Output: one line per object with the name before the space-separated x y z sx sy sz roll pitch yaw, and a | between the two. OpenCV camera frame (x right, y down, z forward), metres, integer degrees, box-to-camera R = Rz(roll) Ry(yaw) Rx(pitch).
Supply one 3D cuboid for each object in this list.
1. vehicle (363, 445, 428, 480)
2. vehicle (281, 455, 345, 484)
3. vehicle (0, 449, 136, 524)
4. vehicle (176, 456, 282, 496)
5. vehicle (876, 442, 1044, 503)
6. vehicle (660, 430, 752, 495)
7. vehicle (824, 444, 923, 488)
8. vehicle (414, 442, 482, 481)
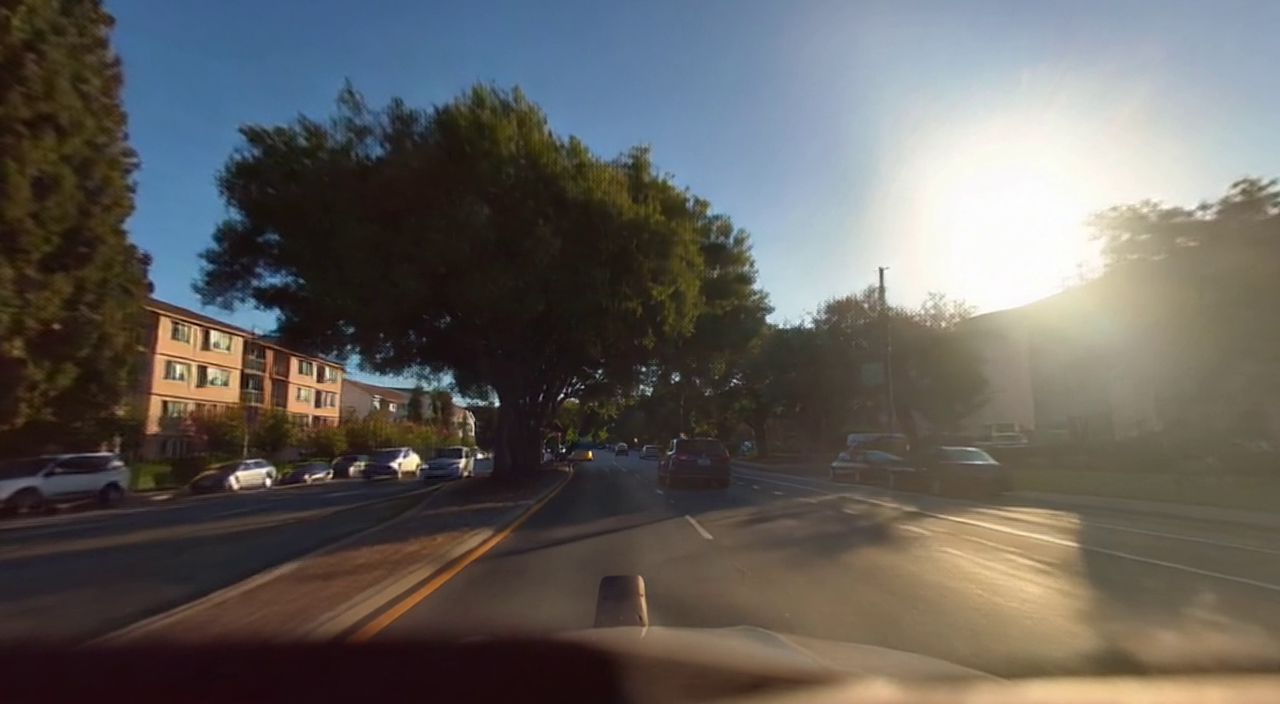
vehicle | -13.162 5.948 34.298 1.925 1.717 4.389 0 -8 -3
vehicle | -19.980 7.142 38.813 1.999 1.462 4.516 -1 -7 -7
vehicle | -17.862 3.855 18.471 2.182 1.840 5.105 -2 -8 -2
vehicle | -19.098 5.761 29.667 1.979 1.489 4.902 -1 -7 -4
vehicle | 8.945 3.387 18.329 1.936 1.485 5.111 0 -8 -4
vehicle | 1.906 3.387 19.744 2.085 1.763 4.490 0 -8 -4
vehicle | 8.633 4.237 23.867 1.858 1.489 4.556 0 -8 -2
vehicle | -9.024 5.163 30.047 2.033 1.685 4.420 0 -8 -3
